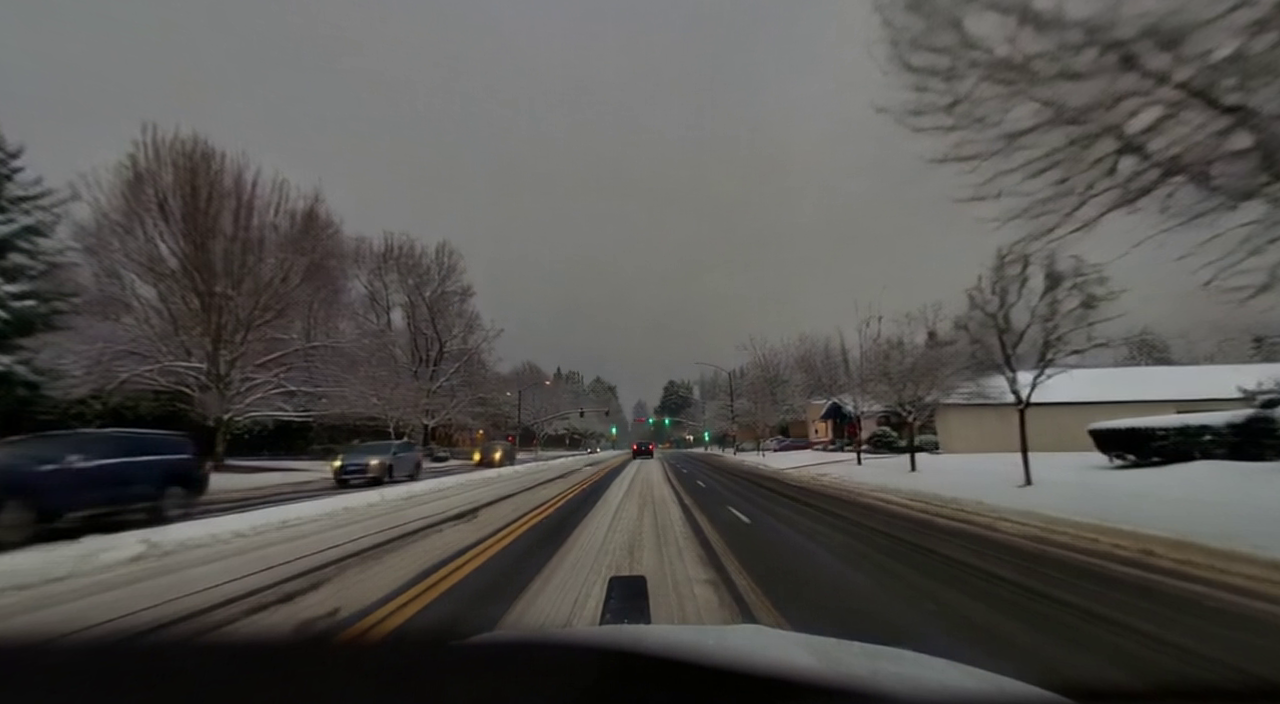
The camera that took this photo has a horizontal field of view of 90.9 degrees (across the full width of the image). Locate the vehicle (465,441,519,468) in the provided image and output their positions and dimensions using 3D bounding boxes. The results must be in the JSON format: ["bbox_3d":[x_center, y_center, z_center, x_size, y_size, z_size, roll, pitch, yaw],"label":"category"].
[{"bbox_3d":[-8.703,6.069,37.463,1.946,1.470,4.443,0,-8,2],"label":"vehicle"}]

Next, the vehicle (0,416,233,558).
[{"bbox_3d":[-9.018,1.961,9.794,2.250,1.747,4.492,0,-8,2],"label":"vehicle"}]

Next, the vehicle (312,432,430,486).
[{"bbox_3d":[-9.817,3.930,23.547,2.230,1.777,4.797,0,-8,1],"label":"vehicle"}]
